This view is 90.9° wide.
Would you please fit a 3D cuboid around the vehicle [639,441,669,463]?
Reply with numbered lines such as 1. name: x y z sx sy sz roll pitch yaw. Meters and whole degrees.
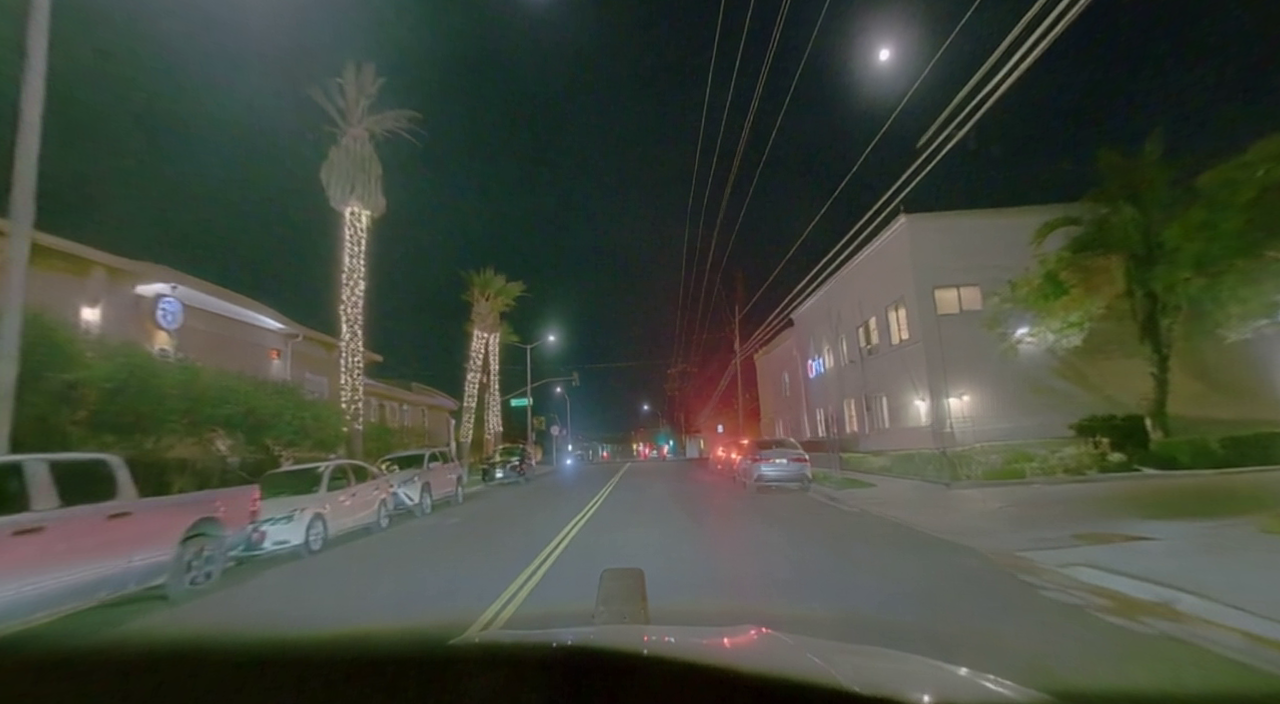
1. vehicle: 0.985 7.528 47.607 2.125 1.524 4.404 0 -9 0

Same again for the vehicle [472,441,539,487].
1. vehicle: -5.903 4.975 28.355 2.126 1.864 4.831 0 -9 -2

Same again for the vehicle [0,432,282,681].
1. vehicle: -5.881 1.660 5.598 2.286 1.836 5.088 0 -9 2

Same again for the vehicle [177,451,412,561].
1. vehicle: -5.938 2.634 11.612 1.931 1.574 4.360 0 -9 -2

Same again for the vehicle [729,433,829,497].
1. vehicle: 3.853 3.216 18.384 1.948 1.607 4.873 0 -9 2
